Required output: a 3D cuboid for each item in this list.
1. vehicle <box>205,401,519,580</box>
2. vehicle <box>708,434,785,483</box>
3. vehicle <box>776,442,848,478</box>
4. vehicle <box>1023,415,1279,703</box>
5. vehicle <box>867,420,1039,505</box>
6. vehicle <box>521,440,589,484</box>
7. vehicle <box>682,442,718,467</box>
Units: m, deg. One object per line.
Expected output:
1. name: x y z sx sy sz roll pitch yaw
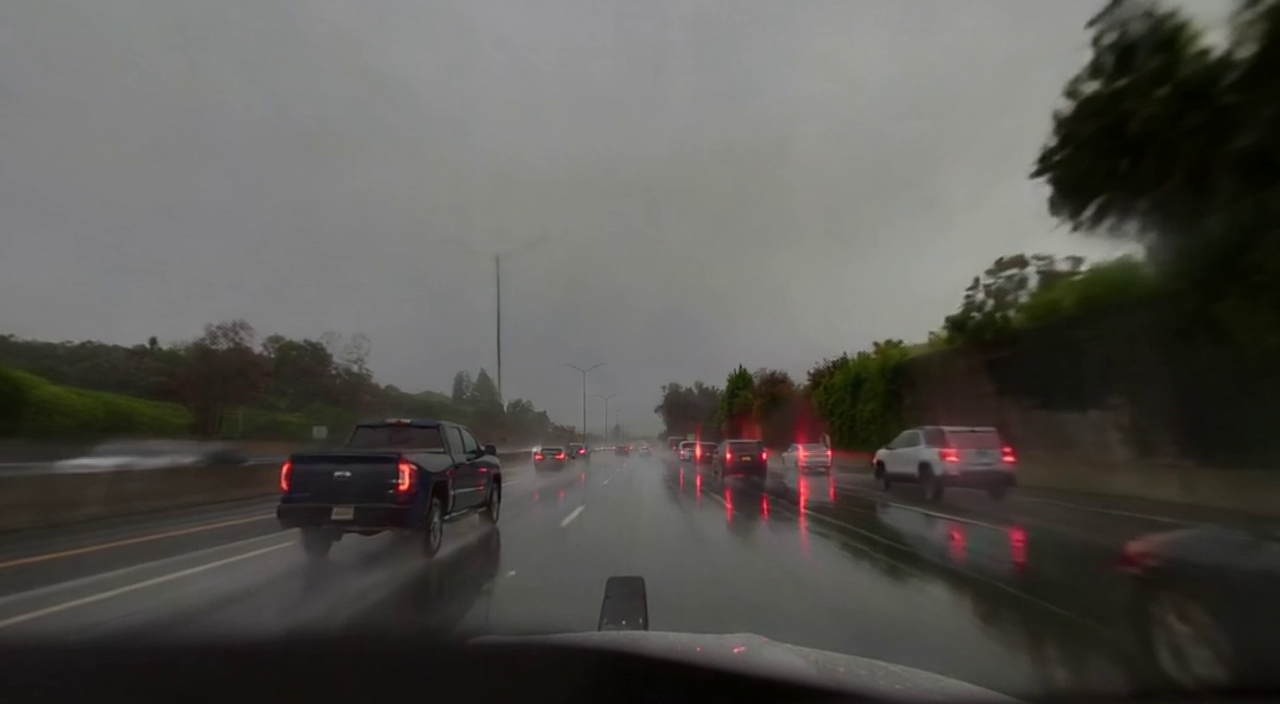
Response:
1. vehicle: -3.222 1.722 8.684 2.139 1.764 4.707 0 -8 0
2. vehicle: 4.100 4.184 25.105 2.144 1.752 4.765 0 -8 -1
3. vehicle: 7.700 4.873 28.695 1.904 1.473 4.598 0 -8 -1
4. vehicle: 3.626 0.870 1.741 2.040 1.461 4.822 0 -8 -1
5. vehicle: 7.855 2.815 16.486 2.067 1.869 4.657 0 -8 0
6. vehicle: -3.308 4.381 25.503 1.974 1.589 5.047 0 -8 1
7. vehicle: 4.192 7.223 44.738 2.023 1.670 4.869 0 -8 -1
